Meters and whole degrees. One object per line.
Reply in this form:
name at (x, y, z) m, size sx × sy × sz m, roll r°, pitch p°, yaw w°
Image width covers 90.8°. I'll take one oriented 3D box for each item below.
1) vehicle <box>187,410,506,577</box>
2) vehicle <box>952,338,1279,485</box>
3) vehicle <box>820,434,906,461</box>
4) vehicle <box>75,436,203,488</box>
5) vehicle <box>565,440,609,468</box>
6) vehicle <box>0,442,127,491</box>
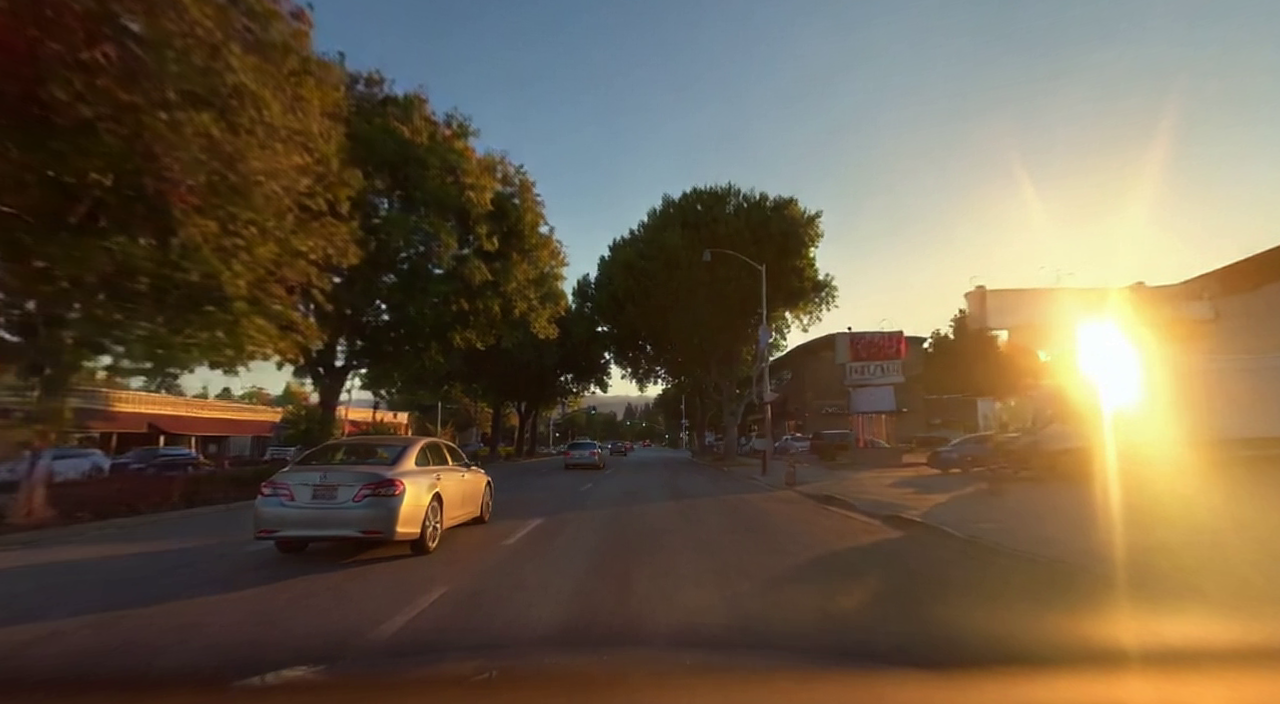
vehicle at (-3.432, 1.769, 8.675) m, size 2.126 × 1.655 × 4.560 m, roll 0°, pitch -9°, yaw 1°
vehicle at (15.159, 1.973, 20.479) m, size 8.300 × 4.310 × 2.832 m, roll -1°, pitch -9°, yaw 0°
vehicle at (14.174, 6.097, 40.363) m, size 4.697 × 1.518 × 1.990 m, roll -2°, pitch -7°, yaw -2°
vehicle at (-25.804, 5.686, 32.870) m, size 2.393 × 2.465 × 5.027 m, roll -1°, pitch -9°, yaw 0°
vehicle at (-2.915, 5.768, 35.755) m, size 1.955 × 1.461 × 4.396 m, roll 0°, pitch -9°, yaw 2°
vehicle at (-25.706, 4.881, 27.335) m, size 2.258 × 1.896 × 5.595 m, roll 0°, pitch -9°, yaw 0°
